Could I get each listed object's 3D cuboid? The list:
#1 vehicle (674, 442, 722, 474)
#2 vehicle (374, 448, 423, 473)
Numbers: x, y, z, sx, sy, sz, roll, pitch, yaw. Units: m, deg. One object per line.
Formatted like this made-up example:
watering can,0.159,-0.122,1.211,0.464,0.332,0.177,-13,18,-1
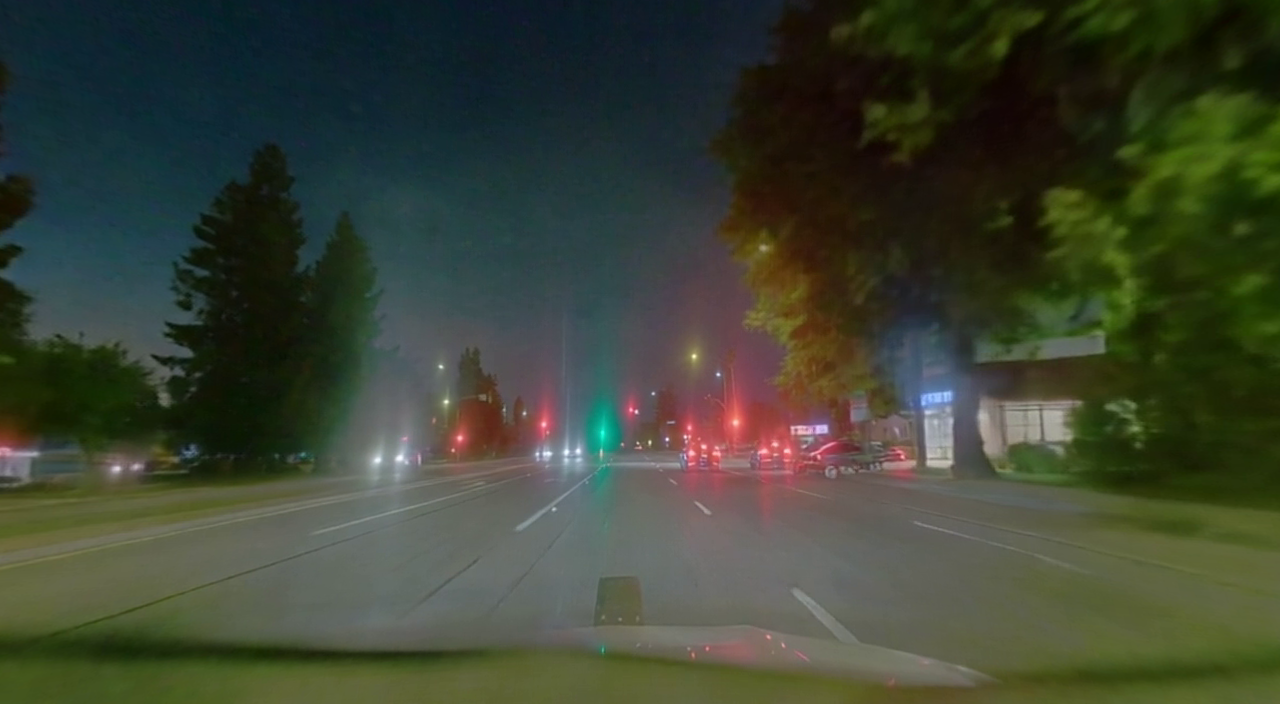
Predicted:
vehicle,2.994,5.558,33.463,1.961,1.580,4.020,0,-8,-2
vehicle,-18.918,8.478,49.665,2.026,1.885,4.539,0,-8,0
